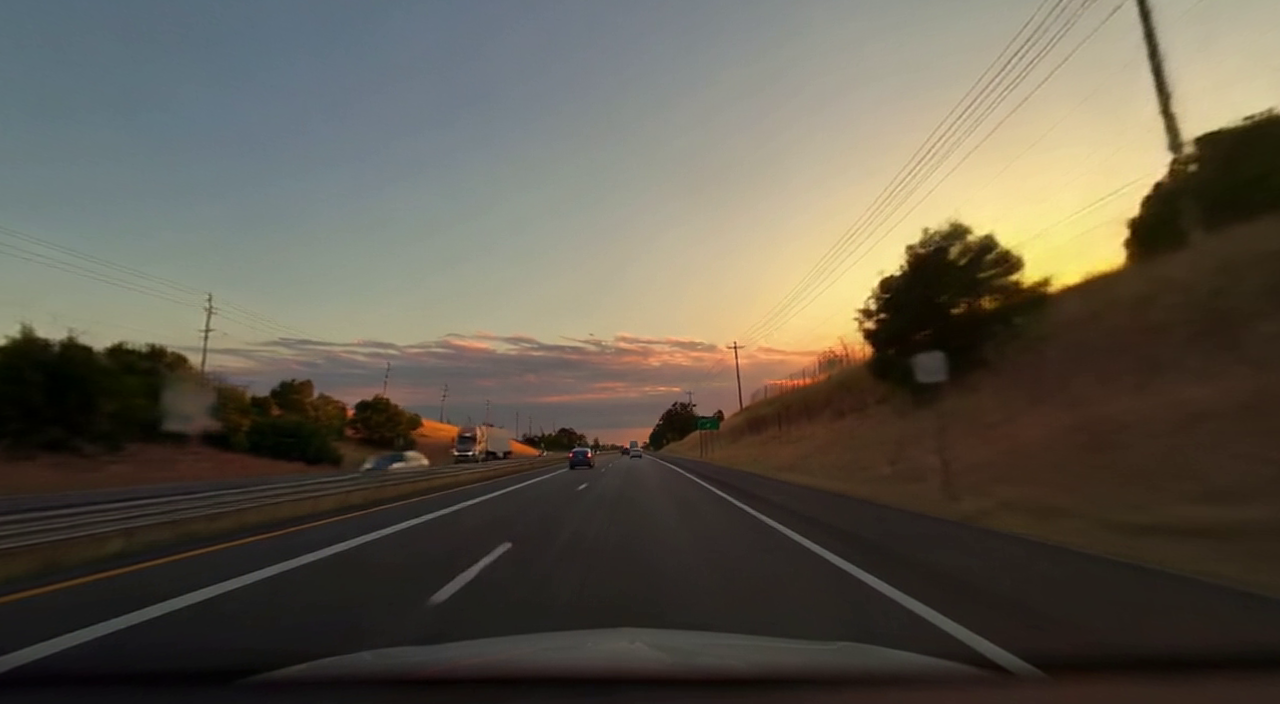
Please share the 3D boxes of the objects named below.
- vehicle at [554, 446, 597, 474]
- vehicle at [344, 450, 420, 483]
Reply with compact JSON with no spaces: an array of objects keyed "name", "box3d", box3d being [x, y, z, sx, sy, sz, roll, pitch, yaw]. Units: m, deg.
[{"name":"vehicle","box3d":[-3.797,6.473,37.622,2.123,1.545,4.404,0,-9,0]},{"name":"vehicle","box3d":[-12.744,5.642,31.241,1.923,1.482,4.325,0,-9,0]}]
